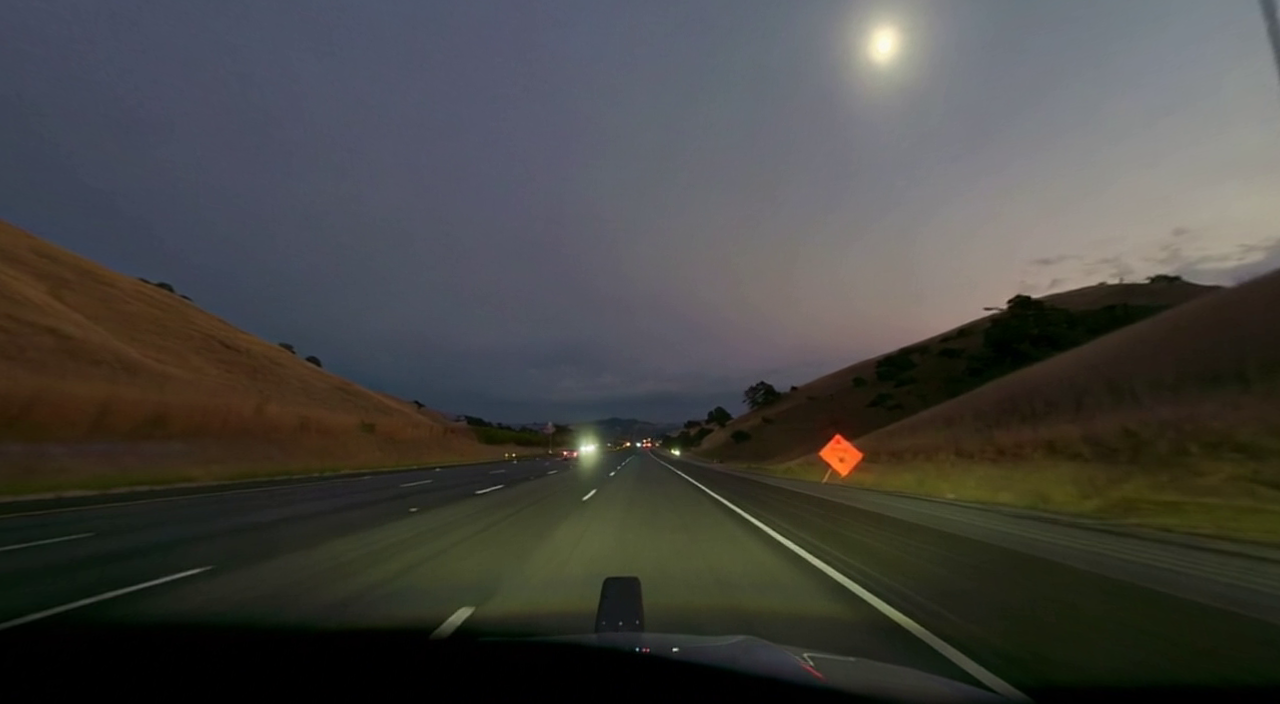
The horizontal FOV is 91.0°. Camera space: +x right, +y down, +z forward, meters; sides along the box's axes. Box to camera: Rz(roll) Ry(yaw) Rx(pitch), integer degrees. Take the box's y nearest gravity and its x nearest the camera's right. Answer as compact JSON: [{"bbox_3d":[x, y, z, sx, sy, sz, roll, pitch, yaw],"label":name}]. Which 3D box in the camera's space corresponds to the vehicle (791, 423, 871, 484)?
[{"bbox_3d":[10.145,5.445,34.081,2.522,2.907,5.675,-2,-8,1],"label":"vehicle"}]
